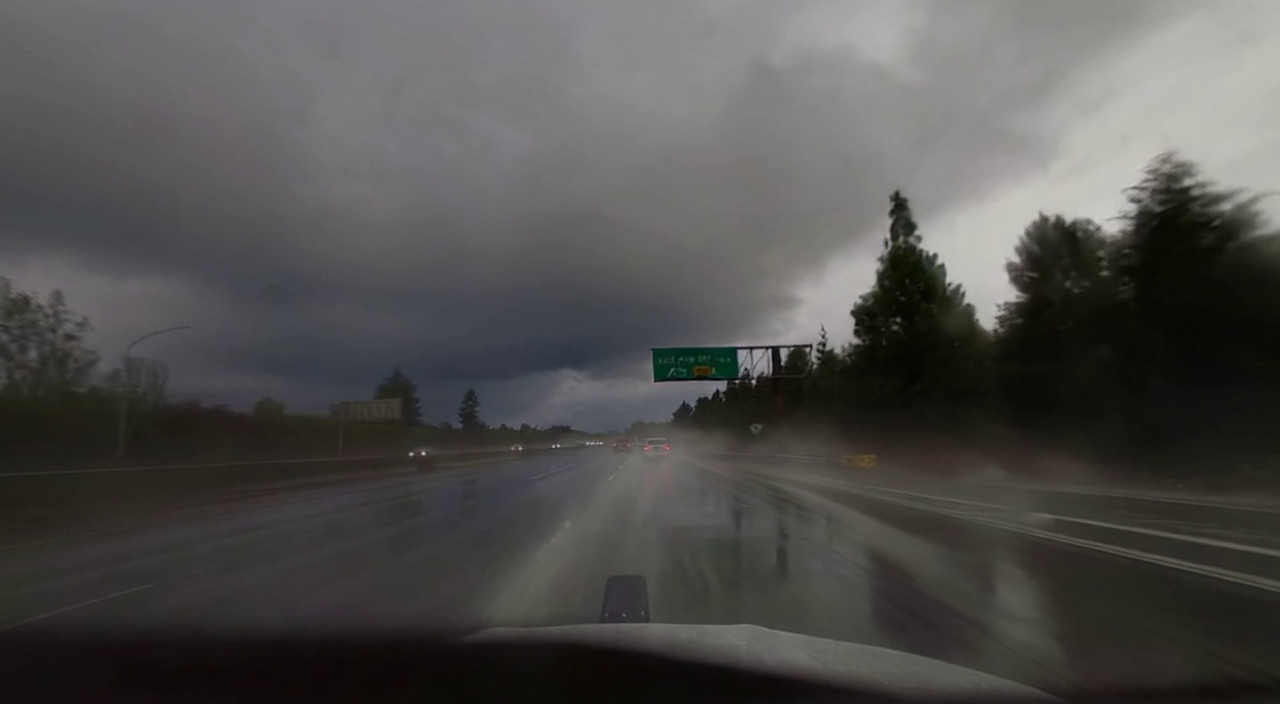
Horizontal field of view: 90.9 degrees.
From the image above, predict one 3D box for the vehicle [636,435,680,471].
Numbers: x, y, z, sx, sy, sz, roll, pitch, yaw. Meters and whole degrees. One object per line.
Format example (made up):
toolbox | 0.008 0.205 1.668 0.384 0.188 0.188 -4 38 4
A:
vehicle | 0.927 5.454 34.255 2.260 1.766 4.348 0 -8 0
